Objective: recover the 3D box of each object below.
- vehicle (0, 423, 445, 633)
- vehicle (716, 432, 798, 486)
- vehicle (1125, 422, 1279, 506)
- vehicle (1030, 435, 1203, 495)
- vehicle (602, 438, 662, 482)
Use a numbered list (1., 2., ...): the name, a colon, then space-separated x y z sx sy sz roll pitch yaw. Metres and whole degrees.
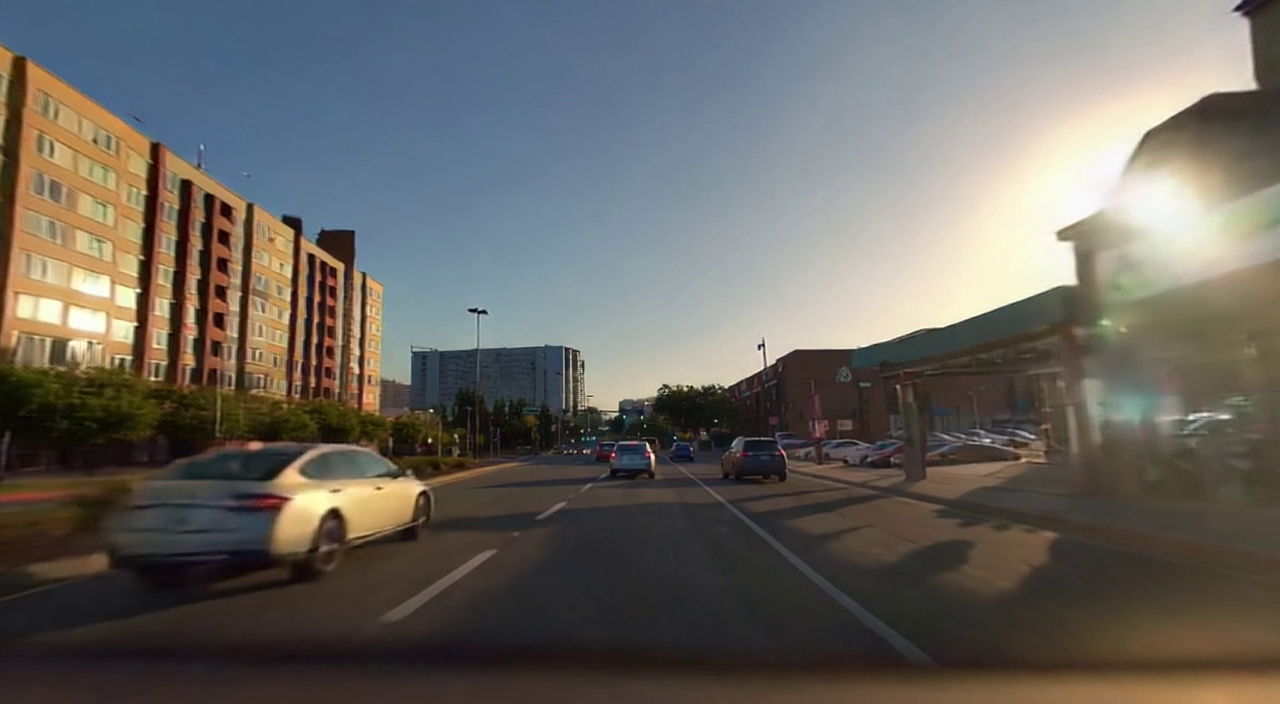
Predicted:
1. vehicle: -3.877 1.589 6.864 2.029 1.482 4.591 0 -8 0
2. vehicle: 3.952 3.684 22.014 2.007 1.683 4.171 0 -8 0
3. vehicle: 13.993 2.598 15.071 4.445 1.727 2.013 4 -9 -29
4. vehicle: 13.328 3.080 17.624 4.282 1.469 2.035 4 -9 -26
5. vehicle: -0.259 3.955 23.379 2.059 1.477 3.988 0 -8 0
